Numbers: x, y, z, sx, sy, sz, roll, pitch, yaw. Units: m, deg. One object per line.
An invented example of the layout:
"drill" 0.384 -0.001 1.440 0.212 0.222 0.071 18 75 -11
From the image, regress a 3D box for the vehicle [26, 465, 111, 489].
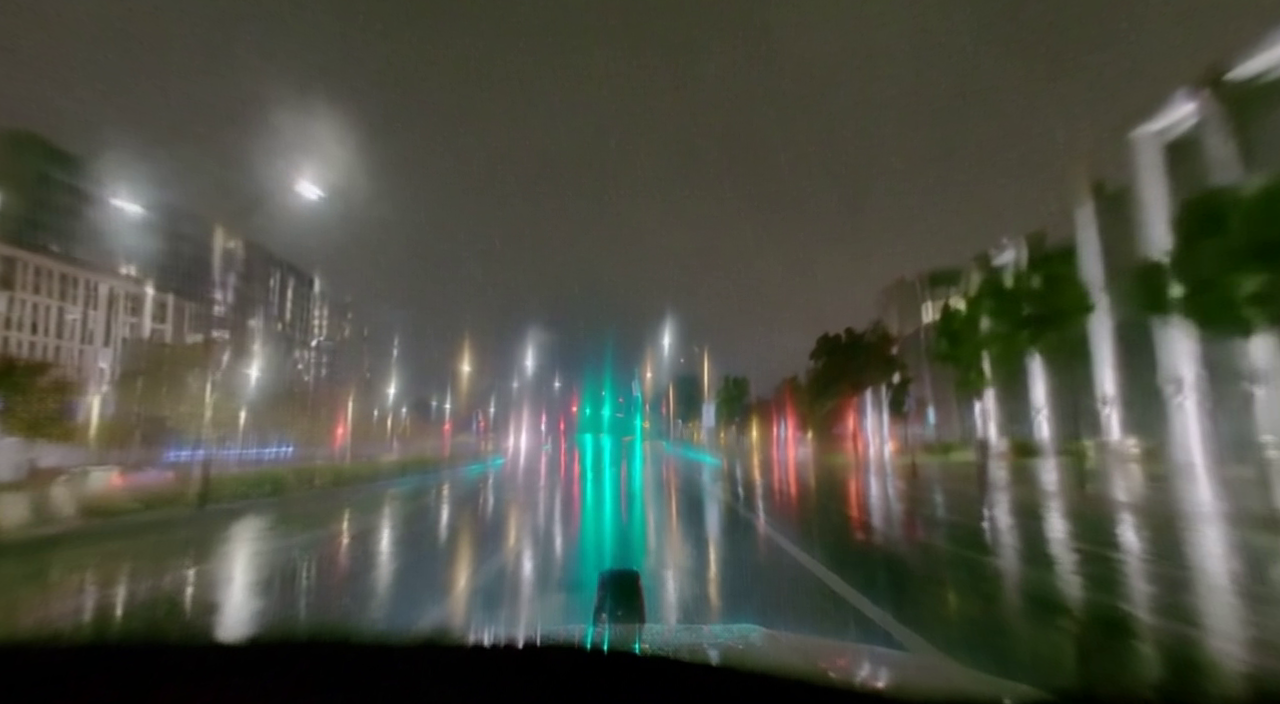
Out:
"vehicle" -38.492 8.427 42.679 3.676 1.439 2.028 4 -9 -24

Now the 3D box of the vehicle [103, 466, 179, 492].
"vehicle" -32.980 8.367 41.888 1.743 1.435 4.183 -1 -9 -2
